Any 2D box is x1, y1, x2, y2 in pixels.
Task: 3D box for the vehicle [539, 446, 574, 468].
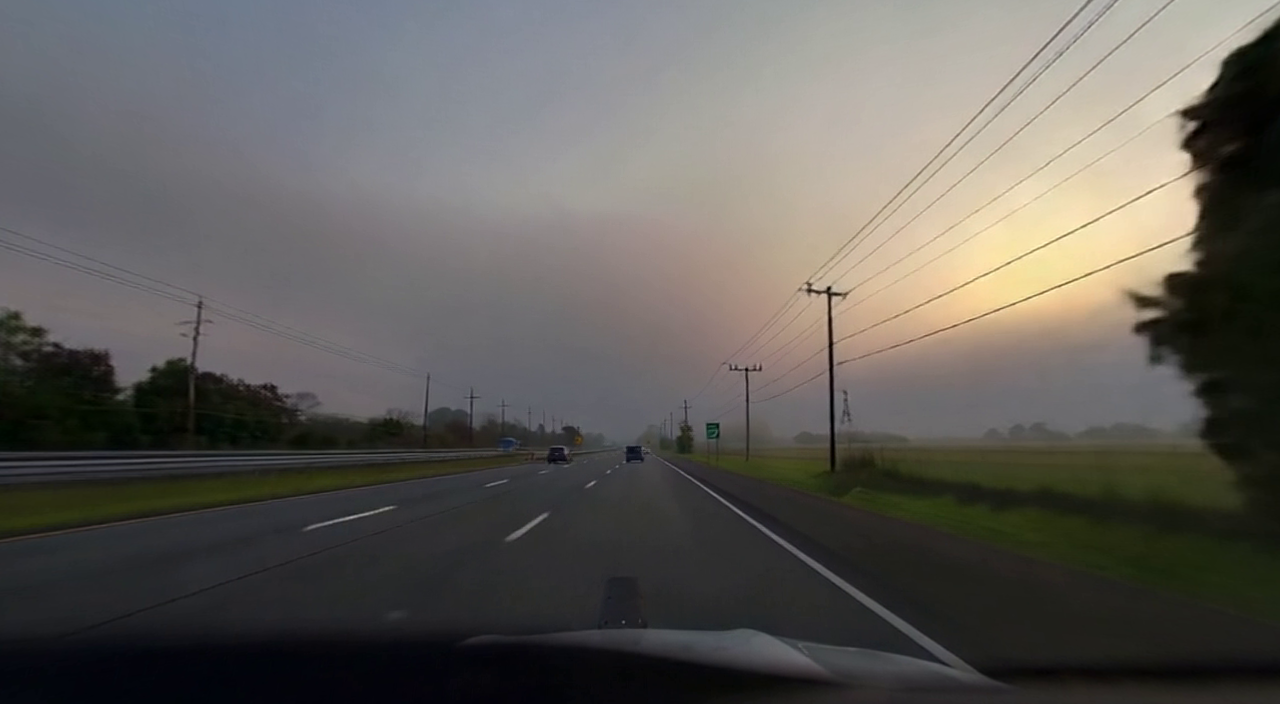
[{"bbox_3d":[-5.952,7.558,45.323,1.911,1.491,3.624,0,-9,2],"label":"vehicle"}]
